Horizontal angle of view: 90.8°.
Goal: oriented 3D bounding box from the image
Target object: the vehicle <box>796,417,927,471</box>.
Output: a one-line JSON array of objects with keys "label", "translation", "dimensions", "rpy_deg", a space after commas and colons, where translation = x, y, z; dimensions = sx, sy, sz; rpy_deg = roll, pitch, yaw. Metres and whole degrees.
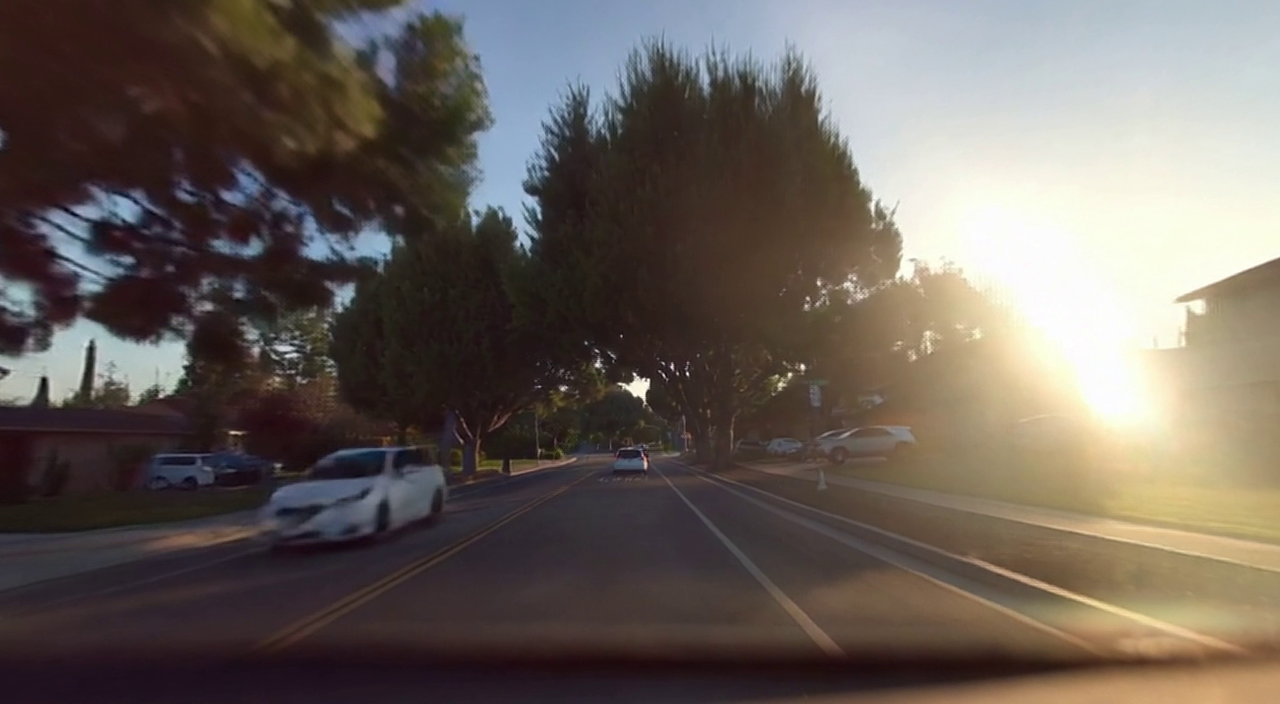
[{"label": "vehicle", "translation": [9.306, 3.904, 26.830], "dimensions": [4.634, 1.723, 1.966], "rpy_deg": [-5, -9, -3]}]

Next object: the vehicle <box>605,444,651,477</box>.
[{"label": "vehicle", "translation": [-0.572, 5.281, 31.029], "dimensions": [2.098, 1.483, 4.099], "rpy_deg": [0, -9, -1]}]

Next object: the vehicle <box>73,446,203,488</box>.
[{"label": "vehicle", "translation": [-22.808, 5.230, 28.838], "dimensions": [4.181, 1.784, 1.907], "rpy_deg": [1, -9, -1]}]

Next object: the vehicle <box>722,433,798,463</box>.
[{"label": "vehicle", "translation": [8.290, 6.678, 44.010], "dimensions": [4.740, 1.467, 2.074], "rpy_deg": [-6, -8, -3]}]

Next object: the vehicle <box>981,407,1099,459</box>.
[{"label": "vehicle", "translation": [15.357, 3.084, 24.184], "dimensions": [4.462, 1.699, 2.145], "rpy_deg": [2, -9, -36]}]

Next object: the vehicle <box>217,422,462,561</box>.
[{"label": "vehicle", "translation": [-5.072, 2.394, 11.575], "dimensions": [2.256, 1.838, 4.613], "rpy_deg": [-4, -9, -1]}]
